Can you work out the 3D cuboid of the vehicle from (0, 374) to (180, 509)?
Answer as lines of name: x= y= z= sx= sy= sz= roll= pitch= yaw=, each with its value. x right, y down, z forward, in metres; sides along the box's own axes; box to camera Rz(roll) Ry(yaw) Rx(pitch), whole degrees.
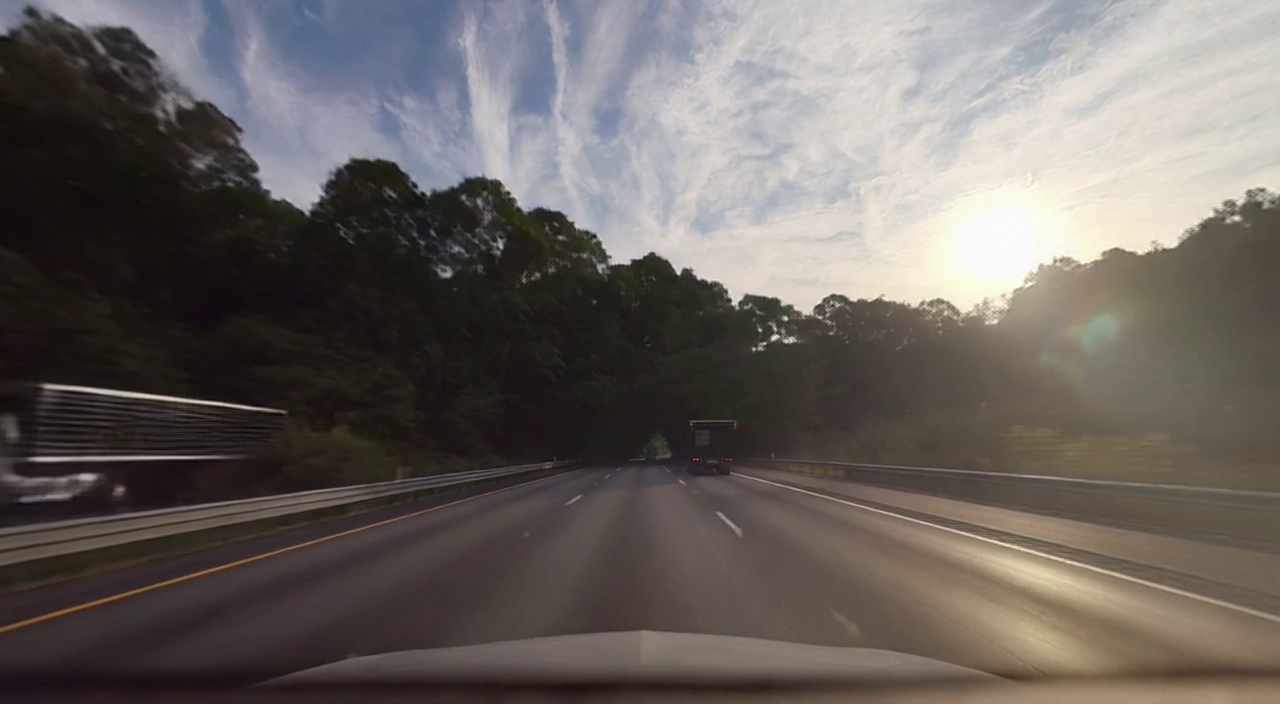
vehicle: x=-18.573 y=2.885 z=20.141 sx=3.021 sy=3.652 sz=5.902 roll=0 pitch=-9 yaw=0

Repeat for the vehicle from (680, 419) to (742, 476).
vehicle: x=3.712 y=5.221 z=34.439 sx=2.572 sy=2.795 sz=5.978 roll=0 pitch=-9 yaw=-1
